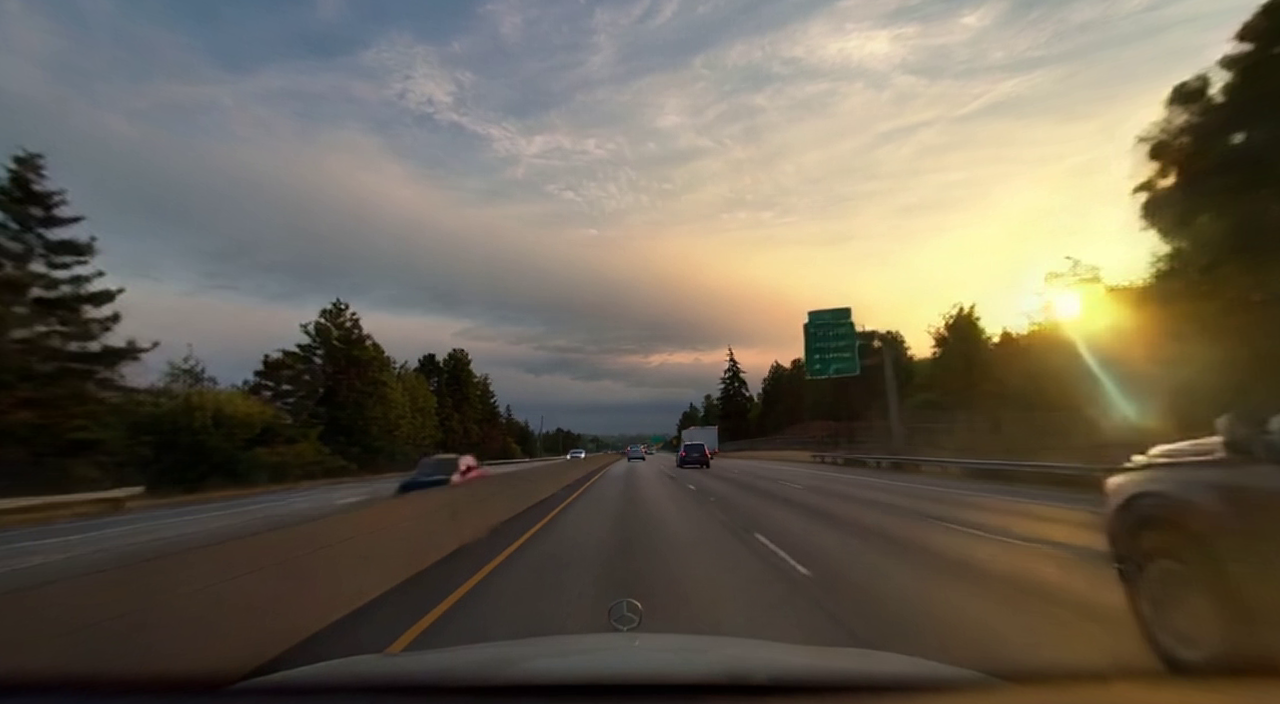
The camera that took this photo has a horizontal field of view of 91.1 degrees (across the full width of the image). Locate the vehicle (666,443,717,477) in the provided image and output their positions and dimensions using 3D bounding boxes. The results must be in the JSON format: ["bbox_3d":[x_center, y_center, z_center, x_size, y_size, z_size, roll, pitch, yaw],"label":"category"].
[{"bbox_3d":[2.613,5.653,33.227,2.123,1.620,4.959,0,-9,-1],"label":"vehicle"}]

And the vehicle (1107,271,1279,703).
[{"bbox_3d":[3.735,0.433,1.208,1.981,1.984,4.623,0,-9,-1],"label":"vehicle"}]

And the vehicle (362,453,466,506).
[{"bbox_3d":[-7.158,4.041,20.387,1.941,1.469,4.011,0,-9,-1],"label":"vehicle"}]
